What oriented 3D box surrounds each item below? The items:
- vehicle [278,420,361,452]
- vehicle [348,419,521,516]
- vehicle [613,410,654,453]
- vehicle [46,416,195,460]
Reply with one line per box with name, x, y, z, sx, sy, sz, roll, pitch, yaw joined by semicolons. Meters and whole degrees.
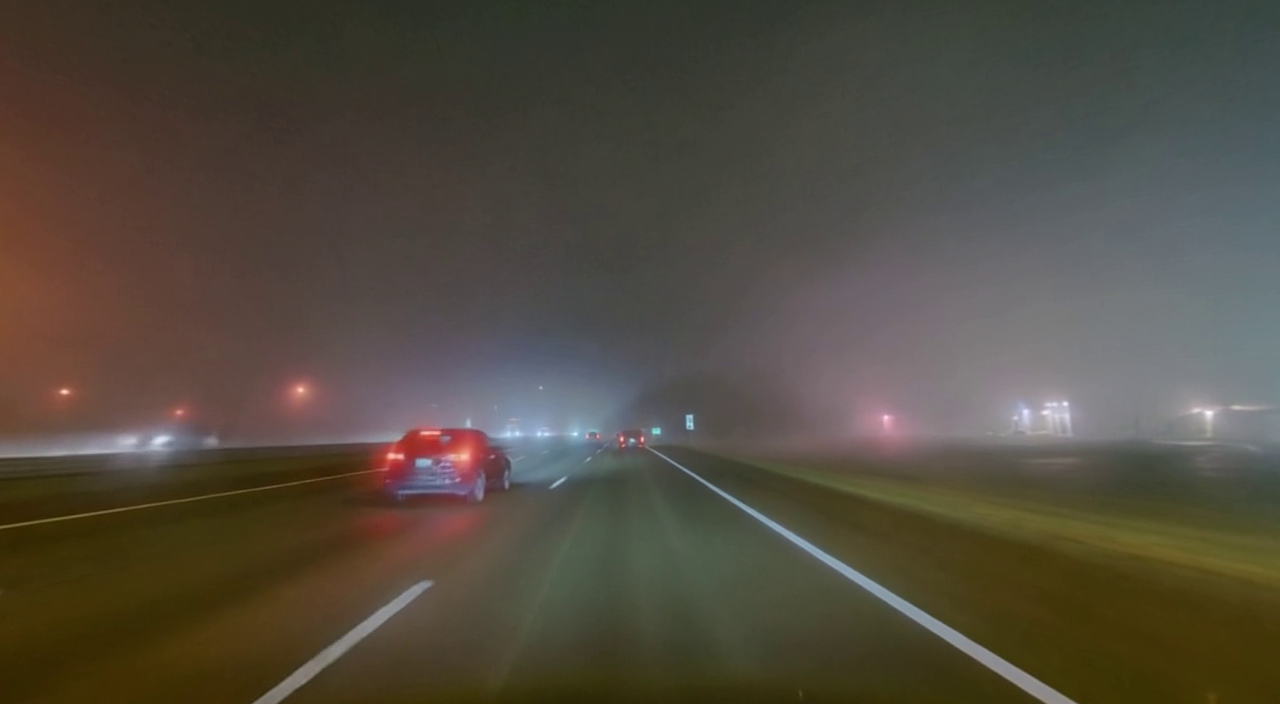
vehicle;-15.758;4.168;31.209;1.909;1.492;4.200;0;-8;0
vehicle;-3.618;2.087;11.942;1.955;1.508;3.996;0;-8;0
vehicle;-0.566;5.539;43.513;2.418;2.704;6.445;1;-8;-4
vehicle;-19.675;3.299;24.124;1.996;1.512;4.393;0;-8;-1
